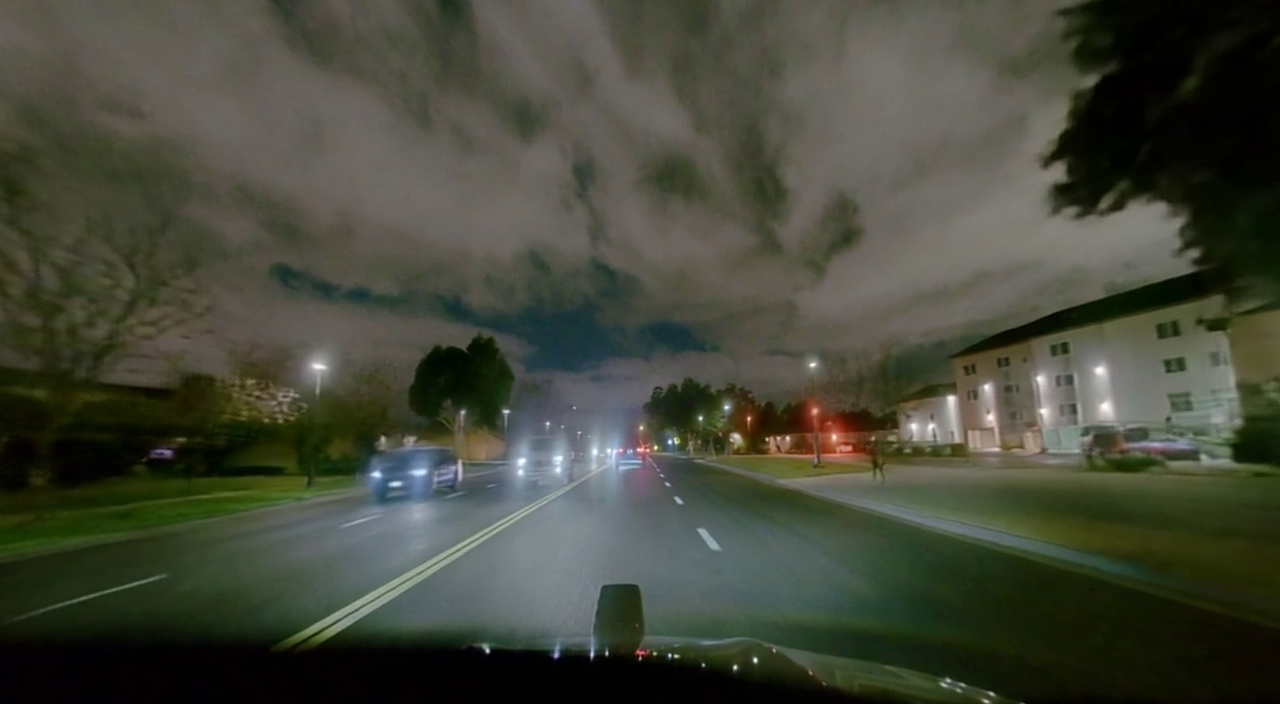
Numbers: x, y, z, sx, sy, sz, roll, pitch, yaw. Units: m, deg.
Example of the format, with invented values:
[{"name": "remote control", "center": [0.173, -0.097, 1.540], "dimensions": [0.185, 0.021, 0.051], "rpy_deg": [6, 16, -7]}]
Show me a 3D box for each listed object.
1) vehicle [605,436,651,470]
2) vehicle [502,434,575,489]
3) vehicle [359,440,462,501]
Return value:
[{"name": "vehicle", "center": [-0.654, 6.150, 38.432], "dimensions": [2.554, 1.902, 5.329], "rpy_deg": [0, -9, 1]}, {"name": "vehicle", "center": [-3.716, 4.101, 23.960], "dimensions": [1.991, 1.794, 4.572], "rpy_deg": [-2, -9, 0]}, {"name": "vehicle", "center": [-7.744, 4.009, 21.749], "dimensions": [1.978, 1.744, 4.301], "rpy_deg": [-4, -9, -1]}]
